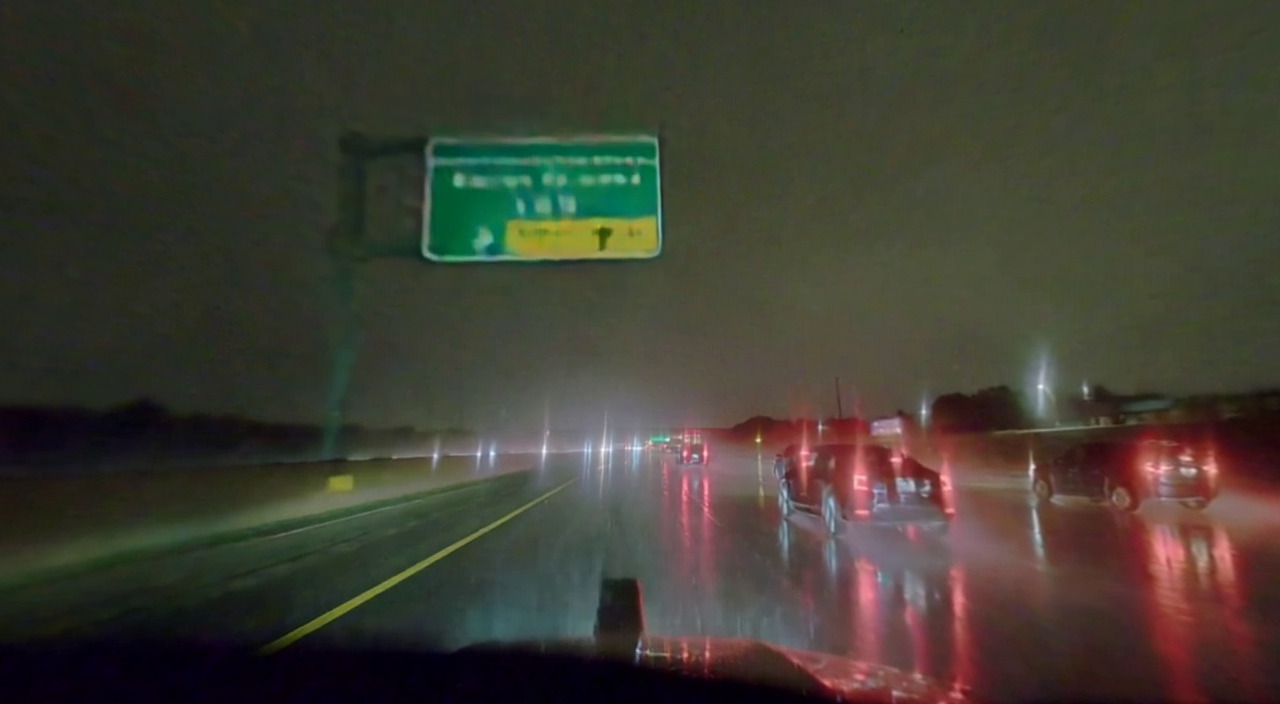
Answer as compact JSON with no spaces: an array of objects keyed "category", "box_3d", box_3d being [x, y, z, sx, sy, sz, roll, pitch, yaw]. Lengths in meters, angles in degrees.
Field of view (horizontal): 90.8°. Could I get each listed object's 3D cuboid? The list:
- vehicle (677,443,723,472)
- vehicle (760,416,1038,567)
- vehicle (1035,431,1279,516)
[{"category":"vehicle","box_3d":[3.252,5.808,34.916,2.038,1.477,4.313,0,-9,-1]},{"category":"vehicle","box_3d":[3.215,1.836,9.113,1.977,1.601,4.598,0,-9,-1]},{"category":"vehicle","box_3d":[10.900,2.567,13.800,1.844,1.560,4.085,0,-9,0]}]
